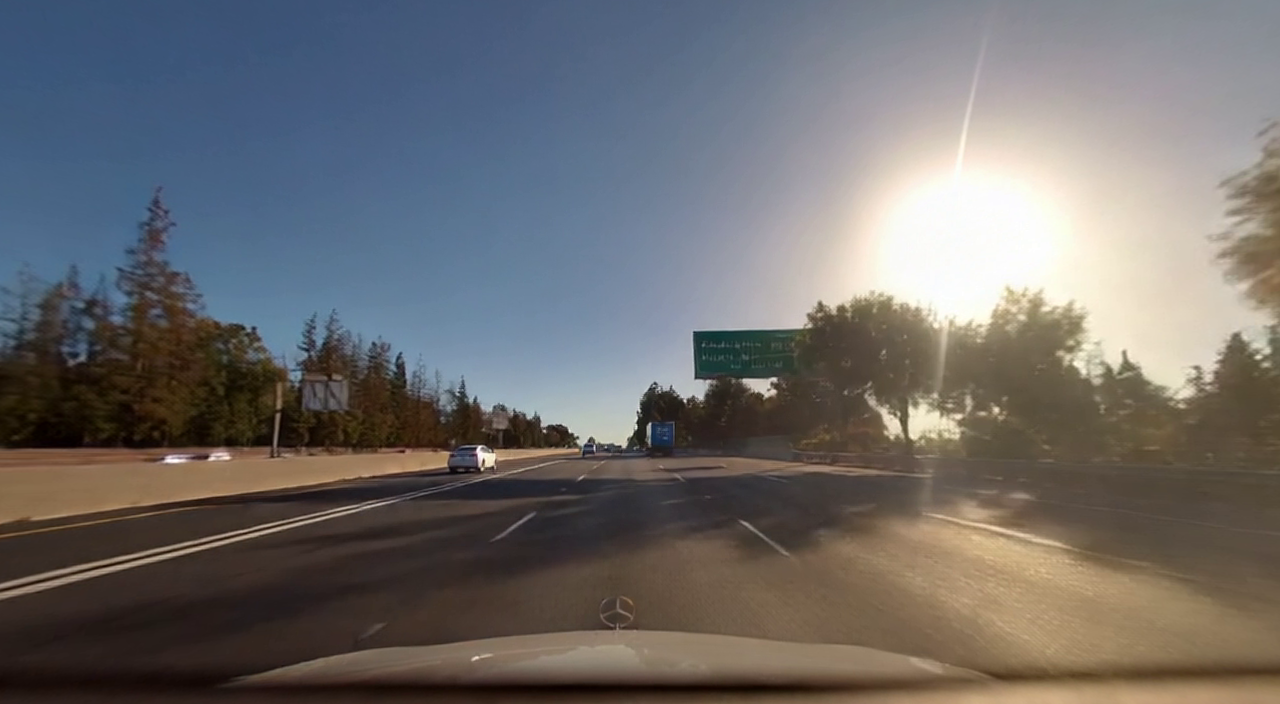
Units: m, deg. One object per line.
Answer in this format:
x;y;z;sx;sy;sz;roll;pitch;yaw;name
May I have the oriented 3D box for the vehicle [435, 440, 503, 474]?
-8.031;4.983;30.145;2.033;1.494;4.508;0;-8;0;vehicle
